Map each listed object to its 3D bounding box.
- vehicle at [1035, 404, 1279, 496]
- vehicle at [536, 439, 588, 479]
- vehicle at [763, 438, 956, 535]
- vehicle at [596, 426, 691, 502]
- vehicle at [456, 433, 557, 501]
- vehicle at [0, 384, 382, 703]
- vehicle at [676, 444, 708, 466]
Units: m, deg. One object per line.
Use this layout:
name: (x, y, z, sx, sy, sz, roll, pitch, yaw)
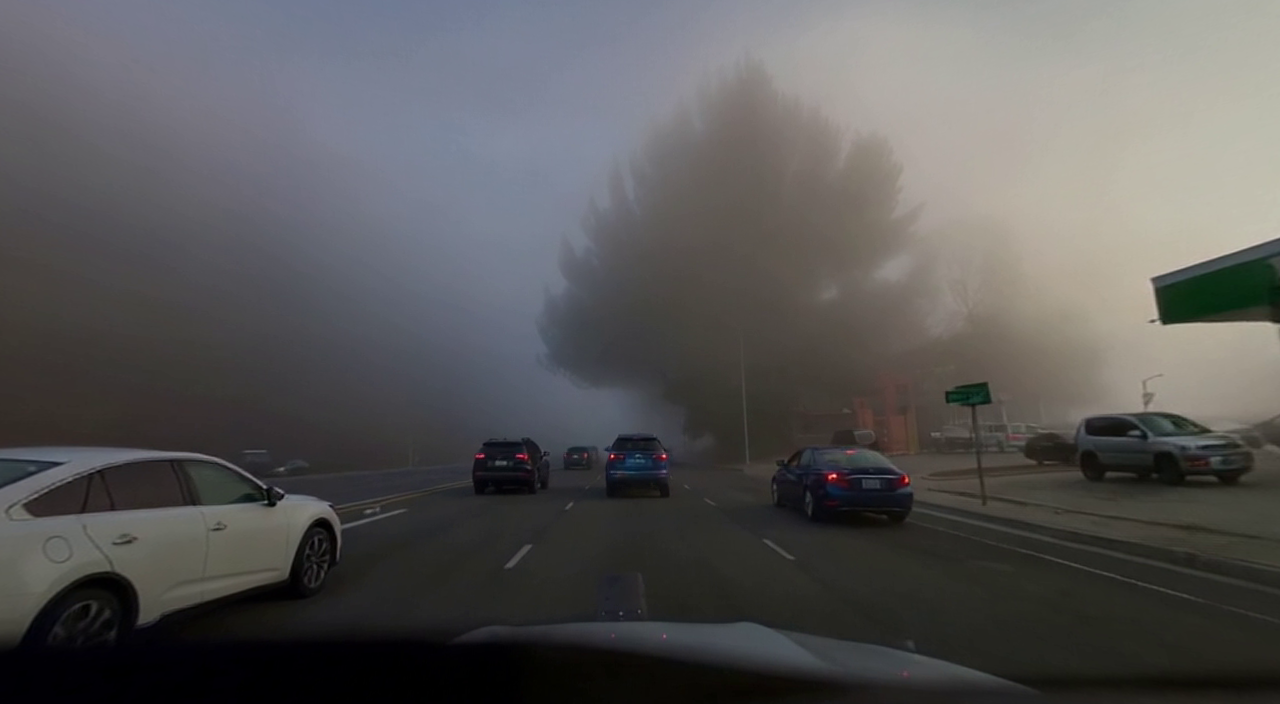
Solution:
vehicle: (11.634, 2.247, 14.635, 1.918, 1.765, 4.668, 0, -8, 0)
vehicle: (-3.471, 4.865, 28.882, 1.871, 1.673, 3.920, 0, -8, 0)
vehicle: (3.803, 2.391, 11.966, 1.888, 1.456, 4.589, 0, -8, -2)
vehicle: (0.063, 3.032, 17.462, 2.279, 1.803, 4.254, 0, -8, -1)
vehicle: (-3.649, 3.209, 18.086, 1.932, 1.695, 4.150, 0, -8, 1)
vehicle: (-3.581, 1.195, 4.401, 1.864, 1.574, 4.031, 0, -8, 0)
vehicle: (3.778, 7.591, 46.761, 1.926, 1.522, 3.852, 0, -8, -1)
